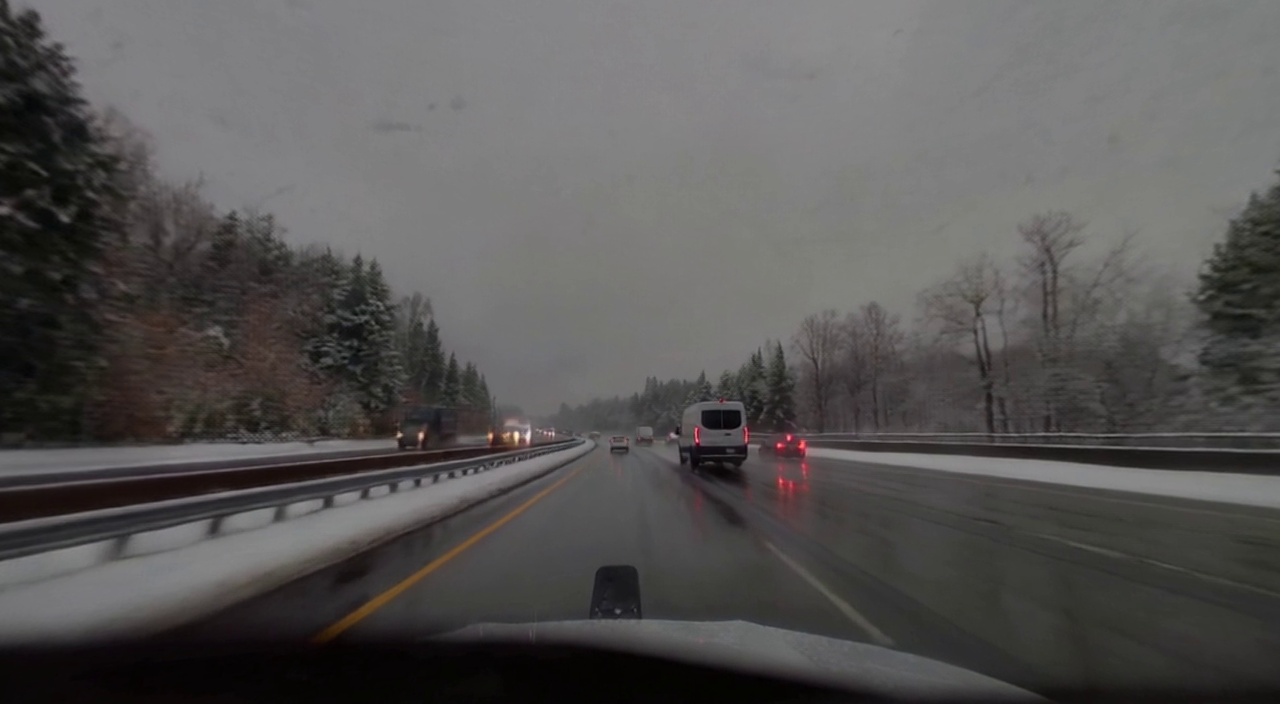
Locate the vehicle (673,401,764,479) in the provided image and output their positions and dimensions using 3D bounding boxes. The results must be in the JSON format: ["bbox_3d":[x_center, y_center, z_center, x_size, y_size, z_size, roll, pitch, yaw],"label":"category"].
[{"bbox_3d":[2.711,3.231,23.384,2.436,2.521,5.409,0,-8,-2],"label":"vehicle"}]

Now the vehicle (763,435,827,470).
[{"bbox_3d":[6.889,4.474,28.388,1.821,1.468,3.805,0,-8,-2],"label":"vehicle"}]
